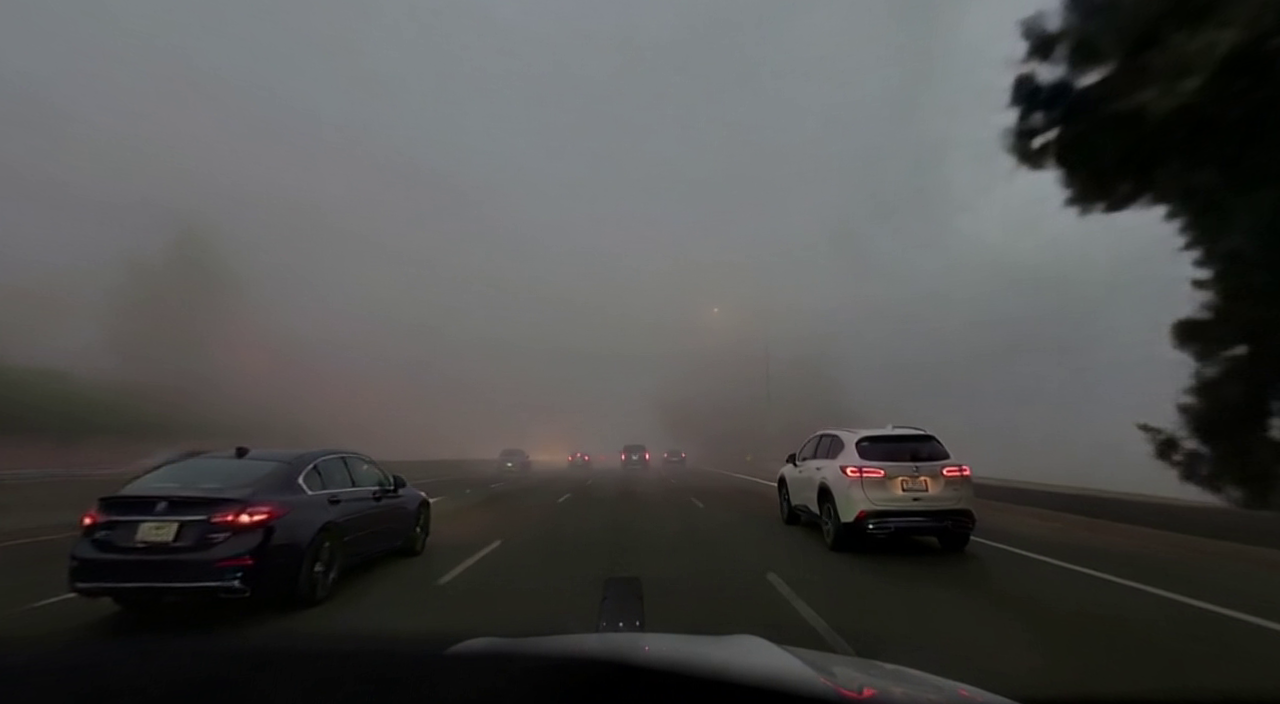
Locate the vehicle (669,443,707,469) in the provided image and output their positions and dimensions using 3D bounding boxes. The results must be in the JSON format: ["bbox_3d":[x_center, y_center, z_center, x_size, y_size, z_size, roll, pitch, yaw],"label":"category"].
[{"bbox_3d":[3.302,7.275,44.546,2.320,1.735,4.408,0,-8,0],"label":"vehicle"}]

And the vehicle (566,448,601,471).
[{"bbox_3d":[-3.781,7.299,43.232,1.968,1.473,4.209,0,-8,1],"label":"vehicle"}]

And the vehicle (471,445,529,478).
[{"bbox_3d":[-7.014,5.523,32.117,1.980,1.519,4.147,0,-8,1],"label":"vehicle"}]

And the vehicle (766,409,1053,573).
[{"bbox_3d":[3.330,1.807,9.058,2.029,1.716,4.545,0,-8,-1],"label":"vehicle"}]

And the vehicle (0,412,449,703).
[{"bbox_3d":[-3.454,1.395,5.386,2.130,1.514,4.766,0,-8,0],"label":"vehicle"}]

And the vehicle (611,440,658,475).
[{"bbox_3d":[-0.317,5.787,34.970,2.408,1.748,4.217,0,-8,-1],"label":"vehicle"}]
